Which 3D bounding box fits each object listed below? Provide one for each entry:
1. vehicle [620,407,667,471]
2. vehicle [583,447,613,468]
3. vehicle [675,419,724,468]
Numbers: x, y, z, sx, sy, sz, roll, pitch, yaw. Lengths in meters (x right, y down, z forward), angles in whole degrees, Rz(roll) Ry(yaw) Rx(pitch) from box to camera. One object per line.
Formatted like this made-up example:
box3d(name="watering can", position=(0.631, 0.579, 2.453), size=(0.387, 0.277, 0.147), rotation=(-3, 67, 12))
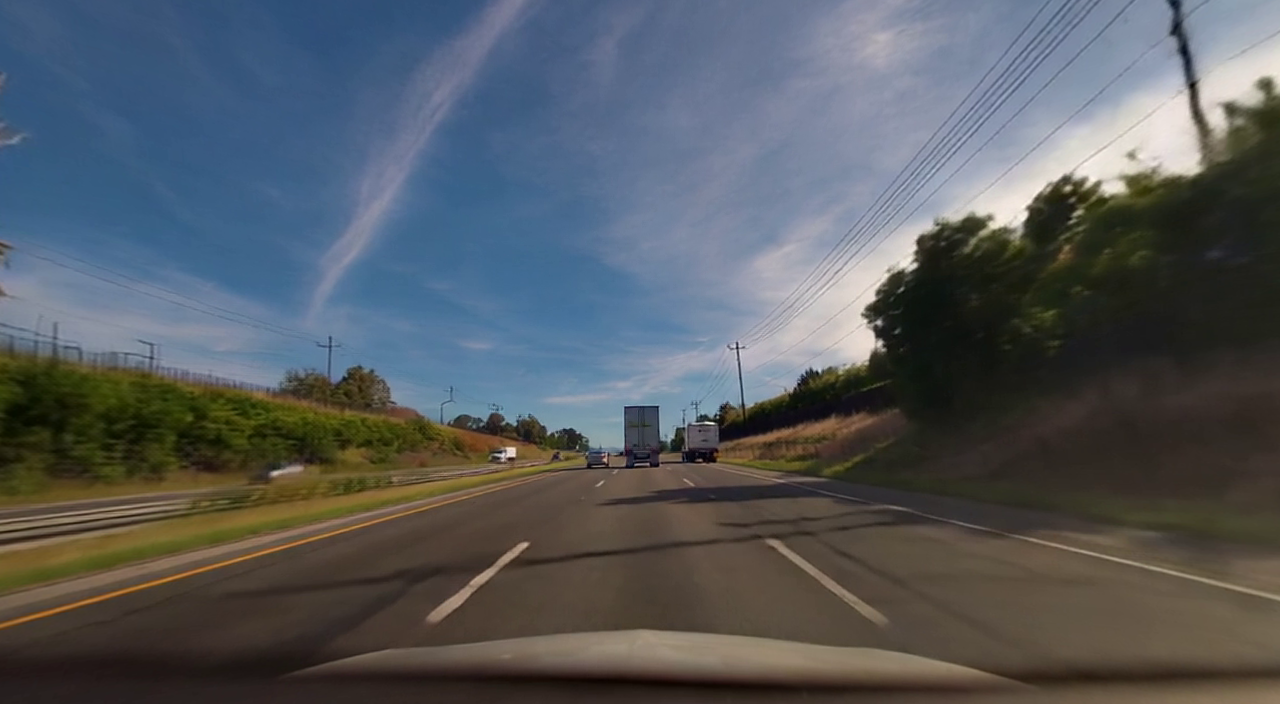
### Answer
box3d(name="vehicle", position=(0.165, 6.644, 47.119), size=(2.997, 4.076, 13.224), rotation=(0, -9, -1))
box3d(name="vehicle", position=(-3.217, 8.196, 49.099), size=(2.024, 1.582, 4.032), rotation=(0, -9, 1))
box3d(name="vehicle", position=(4.387, 7.115, 48.510), size=(2.938, 3.378, 8.820), rotation=(0, -9, 0))
